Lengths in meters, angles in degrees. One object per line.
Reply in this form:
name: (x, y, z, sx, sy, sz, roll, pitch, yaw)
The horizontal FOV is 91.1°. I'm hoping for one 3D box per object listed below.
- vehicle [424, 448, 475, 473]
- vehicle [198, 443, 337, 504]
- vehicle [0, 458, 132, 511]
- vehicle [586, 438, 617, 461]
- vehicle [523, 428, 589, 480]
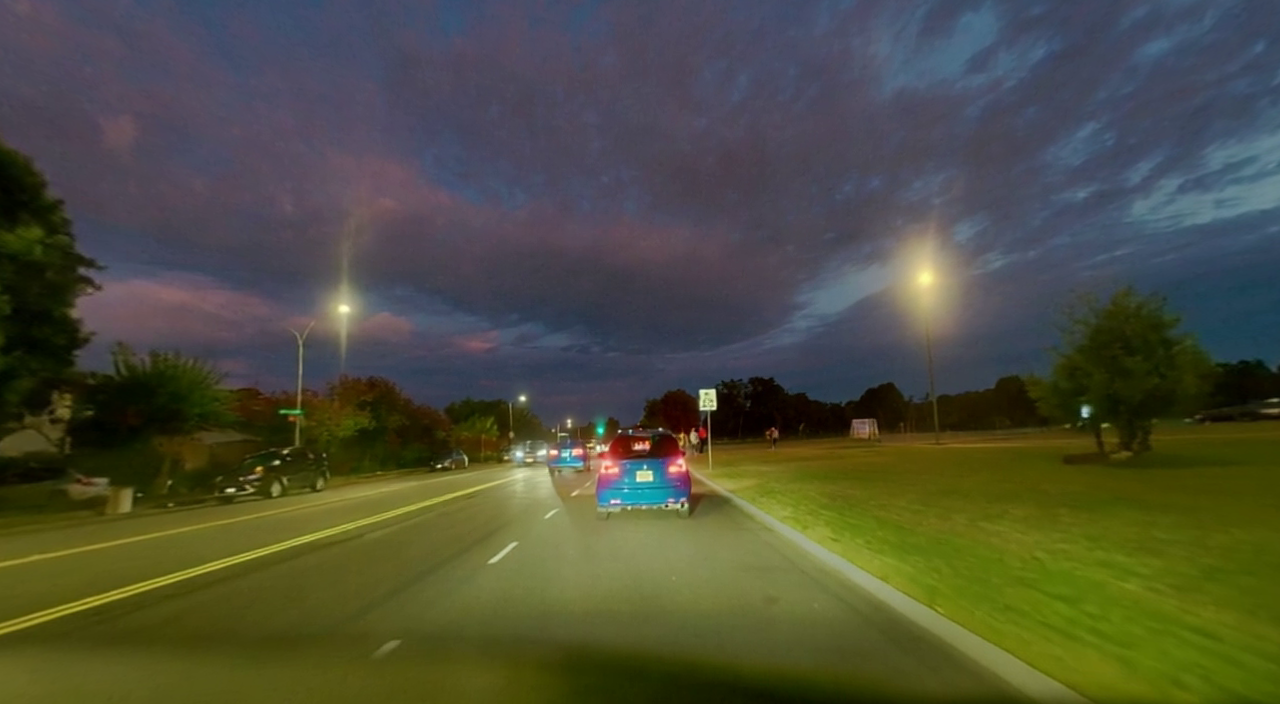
vehicle: (-12.193, 6.951, 40.518, 1.887, 1.469, 4.691, 0, -9, -1)
vehicle: (-12.367, 4.010, 21.301, 1.928, 1.800, 4.632, 0, -8, -1)
vehicle: (-18.855, 4.042, 19.347, 4.635, 1.487, 1.969, 0, -8, -1)
vehicle: (-2.834, 7.236, 46.781, 2.007, 1.615, 3.758, -1, -8, 1)
vehicle: (-3.134, 3.911, 24.291, 1.908, 1.809, 4.230, -1, -8, 1)
